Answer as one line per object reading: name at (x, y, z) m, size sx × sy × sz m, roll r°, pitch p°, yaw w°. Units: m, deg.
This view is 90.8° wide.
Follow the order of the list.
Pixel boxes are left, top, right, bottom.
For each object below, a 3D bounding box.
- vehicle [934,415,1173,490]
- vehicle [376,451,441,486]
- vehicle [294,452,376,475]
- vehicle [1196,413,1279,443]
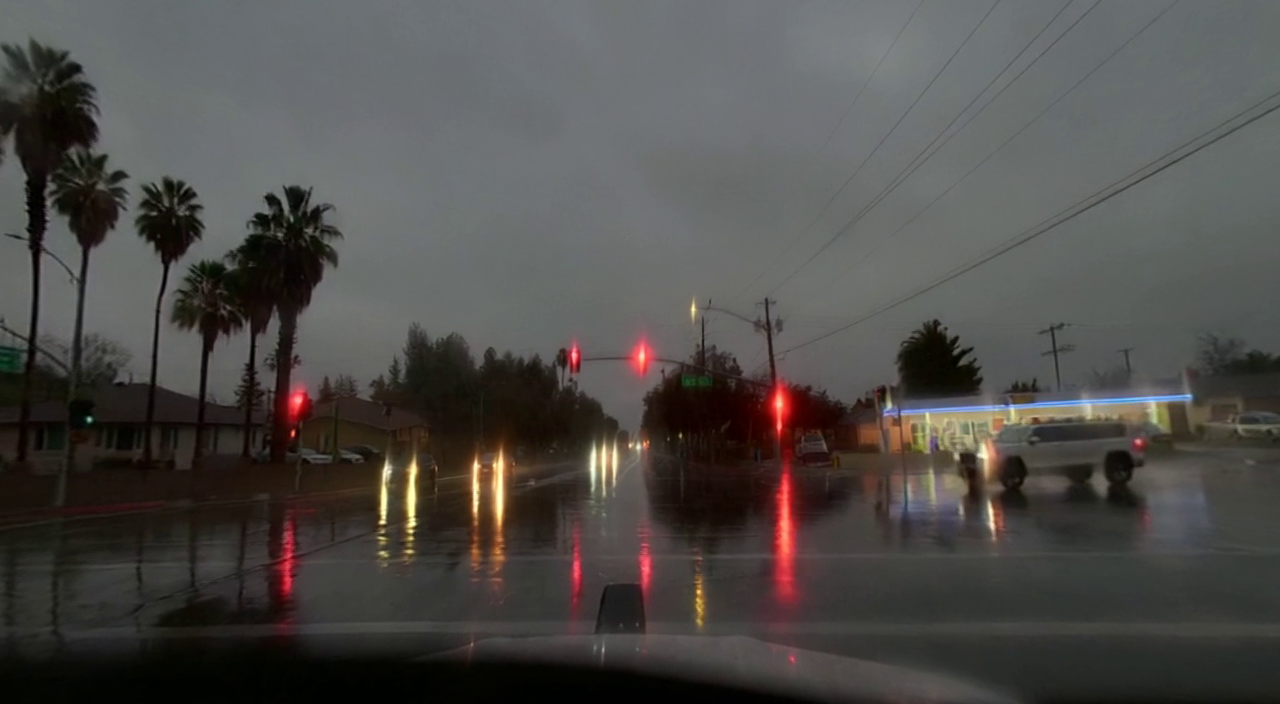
vehicle at (10.800, 2.620, 16.721) m, size 5.086 × 1.817 × 1.952 m, roll 1°, pitch -9°, yaw -7°
vehicle at (-13.056, 6.554, 35.942) m, size 2.009 × 1.777 × 4.559 m, roll 0°, pitch -9°, yaw -1°
vehicle at (-20.952, 7.671, 43.511) m, size 4.672 × 1.469 × 1.816 m, roll -1°, pitch -9°, yaw -2°
vehicle at (38.295, 4.795, 39.971) m, size 4.488 × 1.447 × 1.765 m, roll -5°, pitch -8°, yaw -1°
